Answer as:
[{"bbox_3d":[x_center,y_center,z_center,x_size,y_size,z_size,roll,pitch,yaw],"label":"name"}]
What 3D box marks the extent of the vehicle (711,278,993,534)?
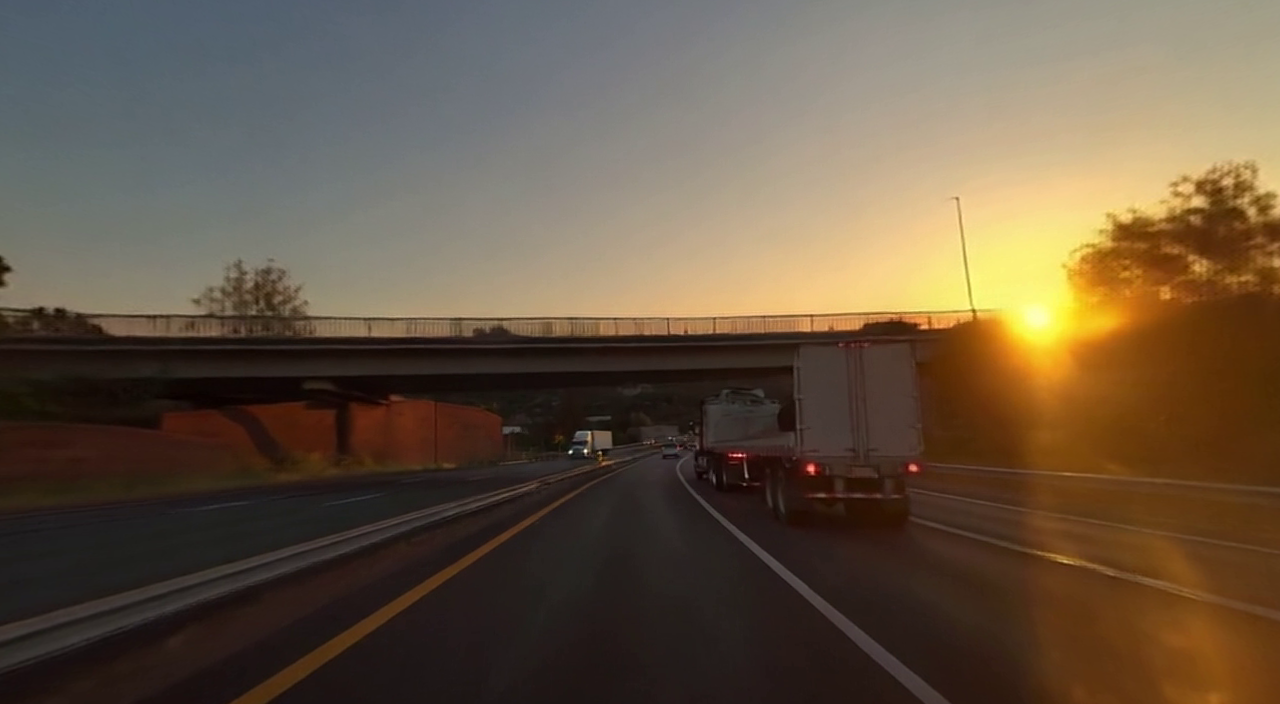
[{"bbox_3d":[3.981,1.751,16.156,2.965,4.028,12.529,0,-9,1],"label":"vehicle"}]
